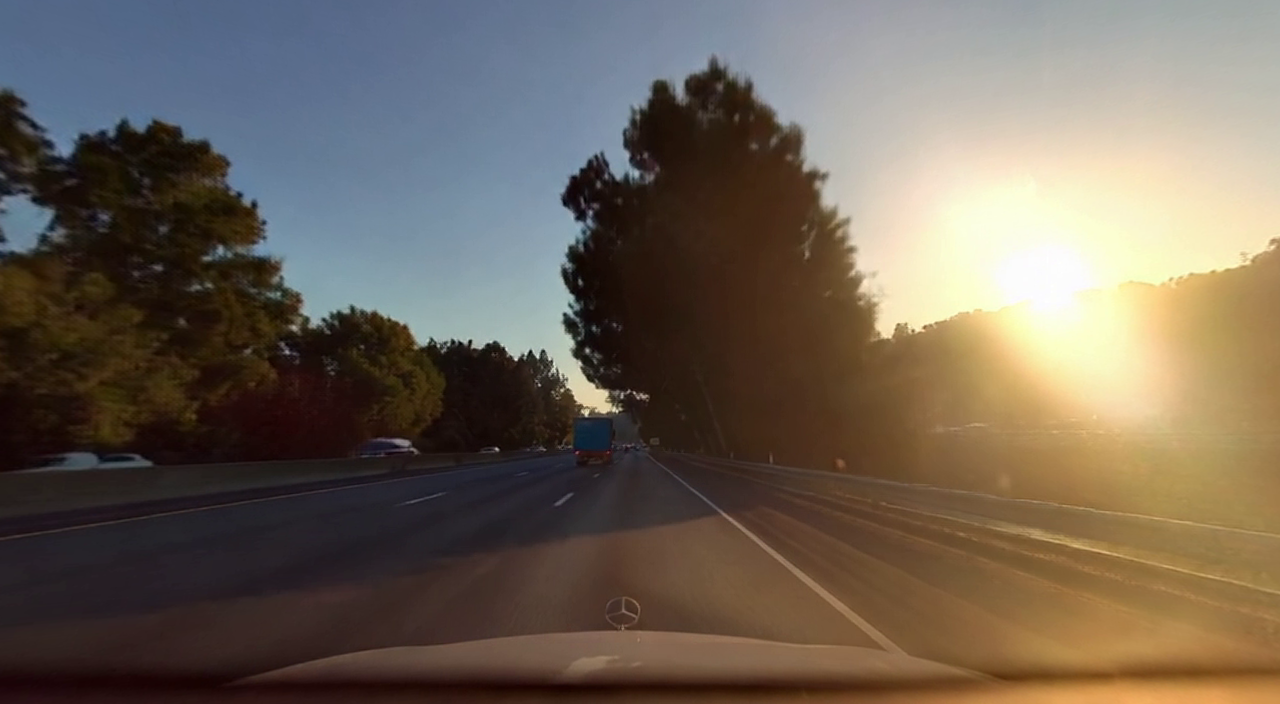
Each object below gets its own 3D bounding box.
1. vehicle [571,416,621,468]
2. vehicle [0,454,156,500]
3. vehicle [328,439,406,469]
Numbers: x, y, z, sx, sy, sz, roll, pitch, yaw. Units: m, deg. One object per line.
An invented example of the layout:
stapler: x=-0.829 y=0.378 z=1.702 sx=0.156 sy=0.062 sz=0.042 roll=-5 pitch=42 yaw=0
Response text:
vehicle: x=-2.963 y=6.421 z=45.052 sx=2.874 sy=3.309 sz=8.208 roll=0 pitch=-8 yaw=0
vehicle: x=-21.341 y=4.730 z=24.297 sx=1.915 sy=1.525 sz=4.408 roll=0 pitch=-9 yaw=0
vehicle: x=-17.481 y=6.553 z=40.811 sx=2.500 sy=1.763 sz=5.756 roll=0 pitch=-9 yaw=0
